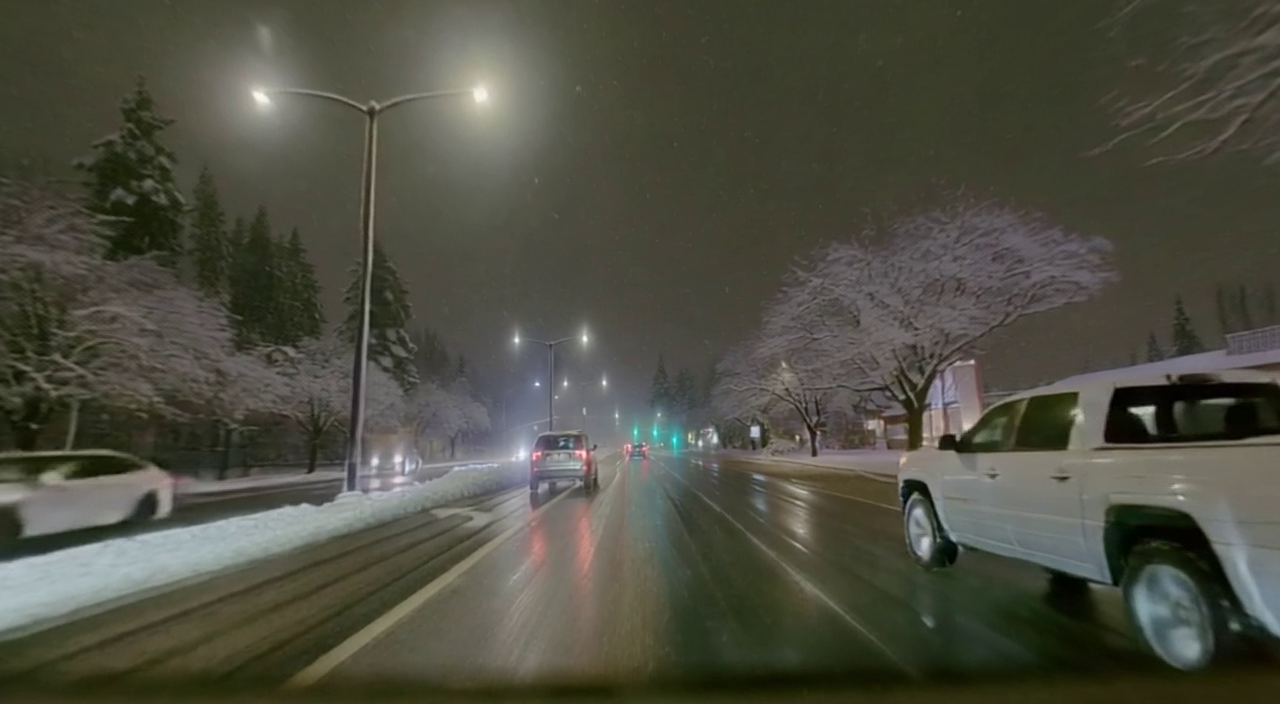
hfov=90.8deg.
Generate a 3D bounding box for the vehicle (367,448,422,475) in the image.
[{"bbox_3d":[-17.016,7.592,44.024,2.060,1.769,4.385,0,-8,0],"label":"vehicle"}]

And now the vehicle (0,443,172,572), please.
[{"bbox_3d":[-8.884,2.038,8.599,2.001,1.579,3.930,0,-8,0],"label":"vehicle"}]

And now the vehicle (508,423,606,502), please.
[{"bbox_3d":[-2.111,3.004,17.644,2.300,1.870,4.936,0,-8,-3],"label":"vehicle"}]

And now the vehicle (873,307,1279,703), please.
[{"bbox_3d":[3.485,0.953,3.914,2.238,1.767,4.563,0,-8,-1],"label":"vehicle"}]
